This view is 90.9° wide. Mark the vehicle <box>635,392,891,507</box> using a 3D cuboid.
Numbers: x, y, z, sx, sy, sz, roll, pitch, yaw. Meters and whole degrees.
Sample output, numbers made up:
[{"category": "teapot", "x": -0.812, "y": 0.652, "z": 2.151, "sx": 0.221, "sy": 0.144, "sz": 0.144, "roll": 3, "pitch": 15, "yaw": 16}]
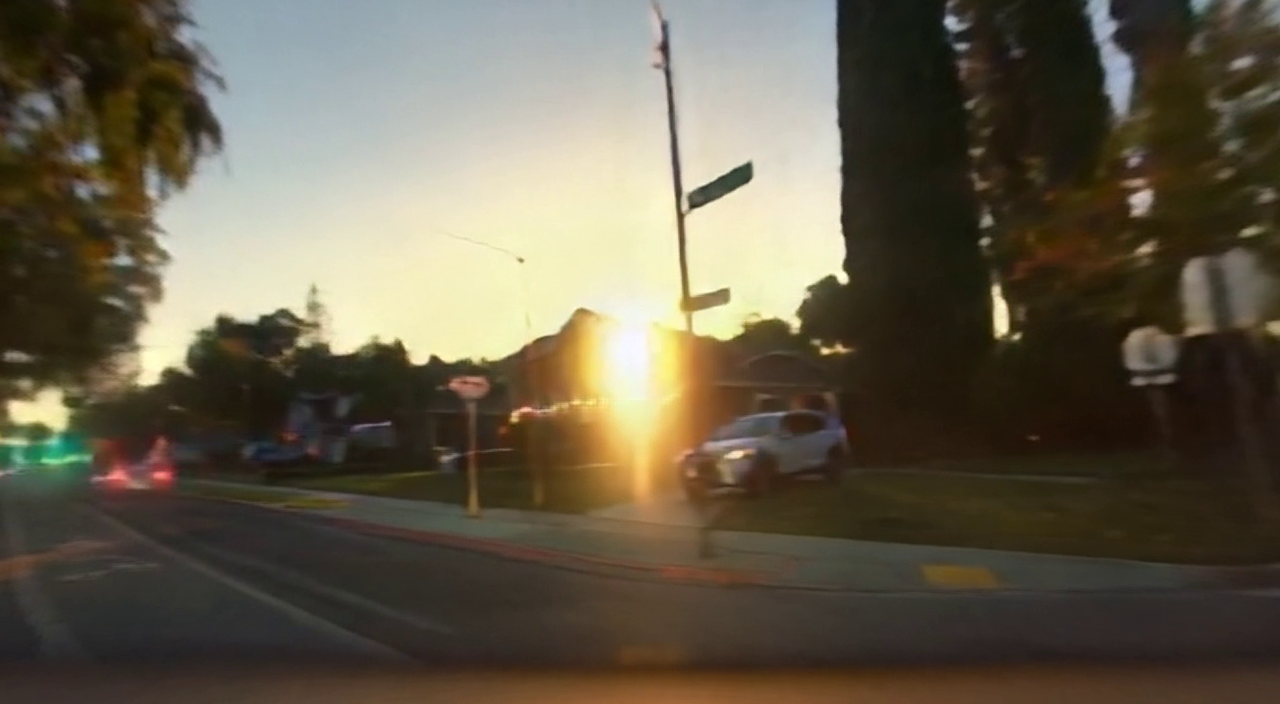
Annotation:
[{"category": "vehicle", "x": 2.873, "y": 1.889, "z": 13.448, "sx": 5.980, "sy": 1.915, "sz": 2.286, "roll": 4, "pitch": -8, "yaw": -44}]

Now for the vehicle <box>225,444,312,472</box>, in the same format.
[{"category": "vehicle", "x": -21.202, "y": 6.013, "z": 36.023, "sx": 1.855, "sy": 1.512, "sz": 3.827, "roll": -8, "pitch": -11, "yaw": 42}]

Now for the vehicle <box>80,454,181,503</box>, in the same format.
[{"category": "vehicle", "x": -18.799, "y": 4.562, "z": 23.192, "sx": 4.578, "sy": 1.524, "sz": 1.979, "roll": -7, "pitch": -11, "yaw": 41}]
